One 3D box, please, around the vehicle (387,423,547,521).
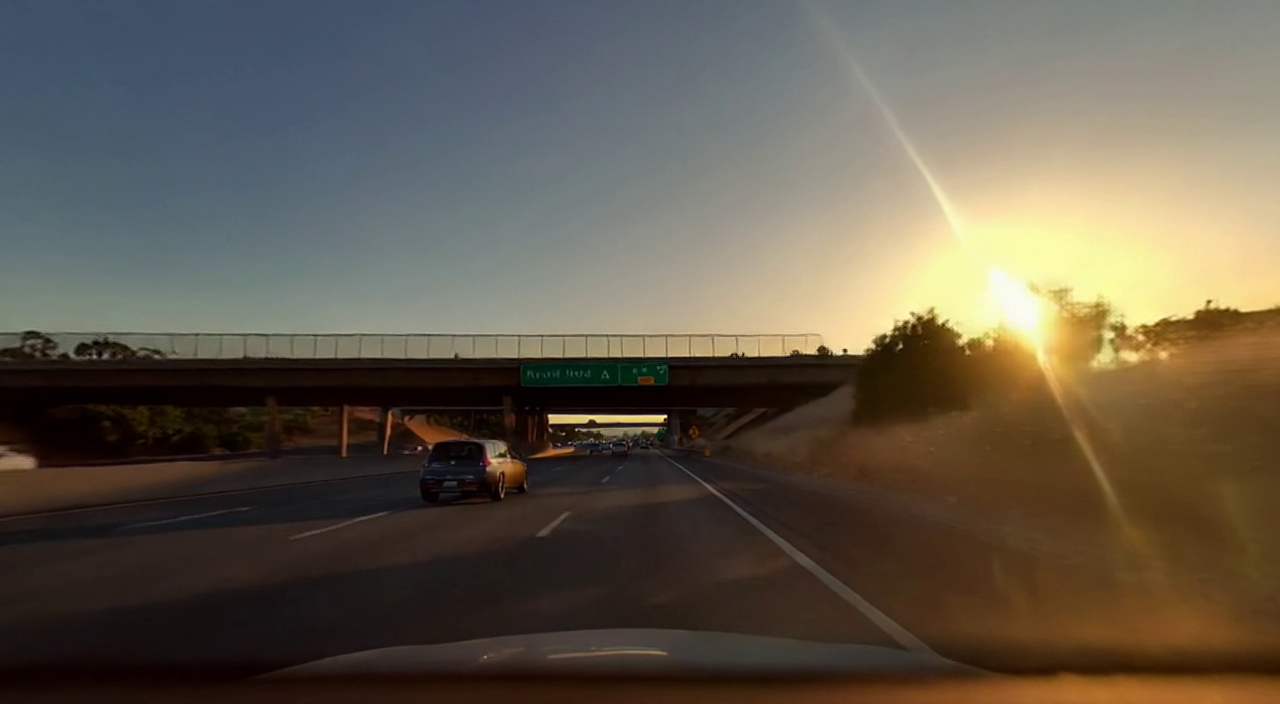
[{"bbox_3d":[-3.367,2.435,13.278,2.048,1.705,4.384,0,-8,1],"label":"vehicle"}]
